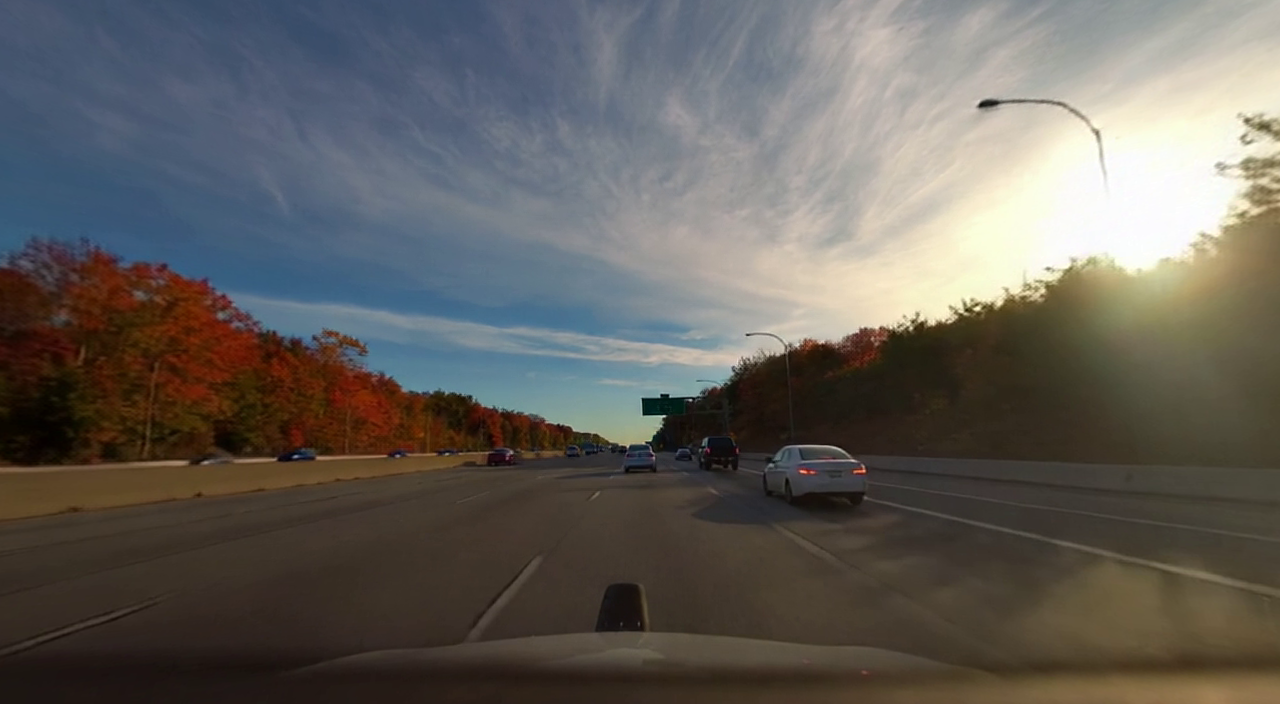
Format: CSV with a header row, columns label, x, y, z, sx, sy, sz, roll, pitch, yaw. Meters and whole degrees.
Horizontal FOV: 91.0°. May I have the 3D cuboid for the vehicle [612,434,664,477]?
label,x,y,z,sx,sy,sz,roll,pitch,yaw
vehicle,-0.054,5.120,31.423,2.372,1.957,5.121,0,-9,0

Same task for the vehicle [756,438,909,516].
label,x,y,z,sx,sy,sz,roll,pitch,yaw
vehicle,4.216,2.827,14.763,2.057,1.508,4.767,0,-9,0

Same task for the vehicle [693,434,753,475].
label,x,y,z,sx,sy,sz,roll,pitch,yaw
vehicle,4.292,5.457,33.620,2.388,1.998,5.749,0,-9,0

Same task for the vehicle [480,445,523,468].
label,x,y,z,sx,sy,sz,roll,pitch,yaw
vehicle,-9.879,7.503,45.288,1.989,1.529,4.433,0,-9,1
